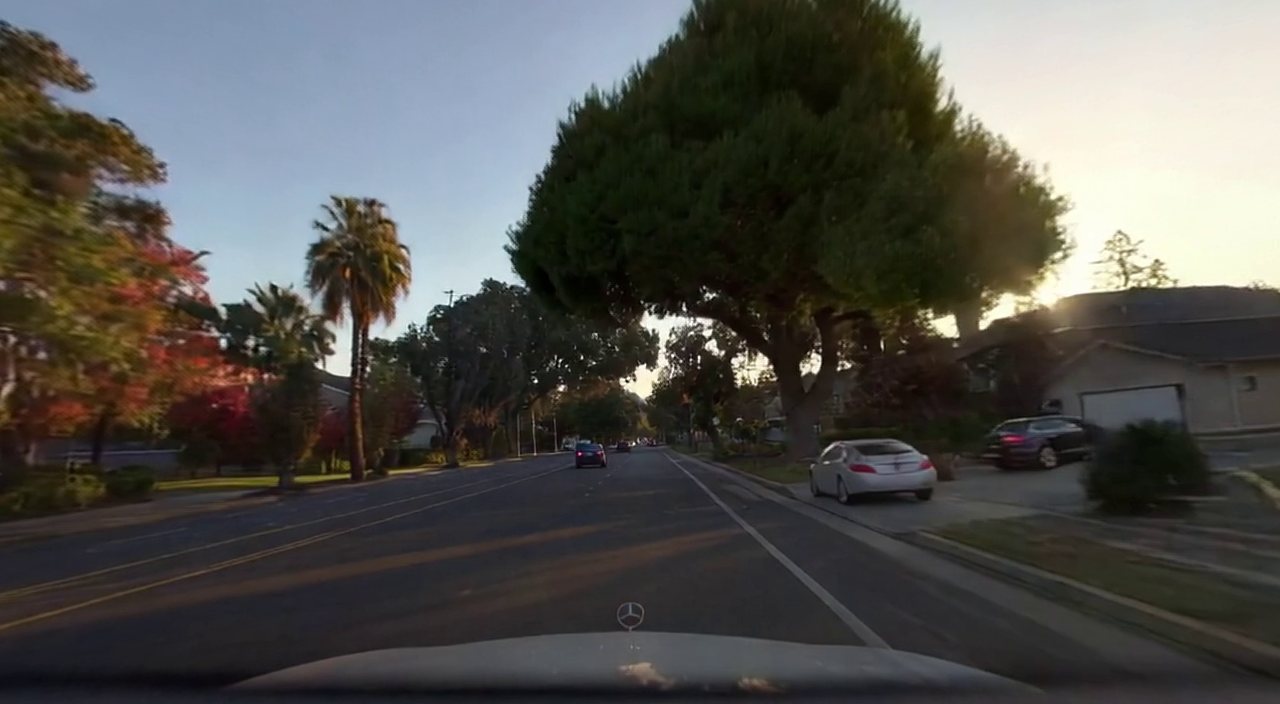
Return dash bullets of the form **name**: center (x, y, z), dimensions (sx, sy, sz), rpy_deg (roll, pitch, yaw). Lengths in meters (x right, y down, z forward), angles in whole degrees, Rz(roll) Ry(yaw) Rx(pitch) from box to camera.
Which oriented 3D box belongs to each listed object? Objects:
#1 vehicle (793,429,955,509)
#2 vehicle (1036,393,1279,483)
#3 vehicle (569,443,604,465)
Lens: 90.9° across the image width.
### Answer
- **vehicle**: center (5.094, 2.616, 14.539), dimensions (1.995, 1.546, 4.474), rpy_deg (0, -9, 0)
- **vehicle**: center (10.872, 1.773, 12.946), dimensions (4.037, 1.673, 1.983), rpy_deg (-1, -9, 2)
- **vehicle**: center (-3.631, 6.952, 43.238), dimensions (1.973, 1.400, 3.915), rpy_deg (0, -9, 1)
